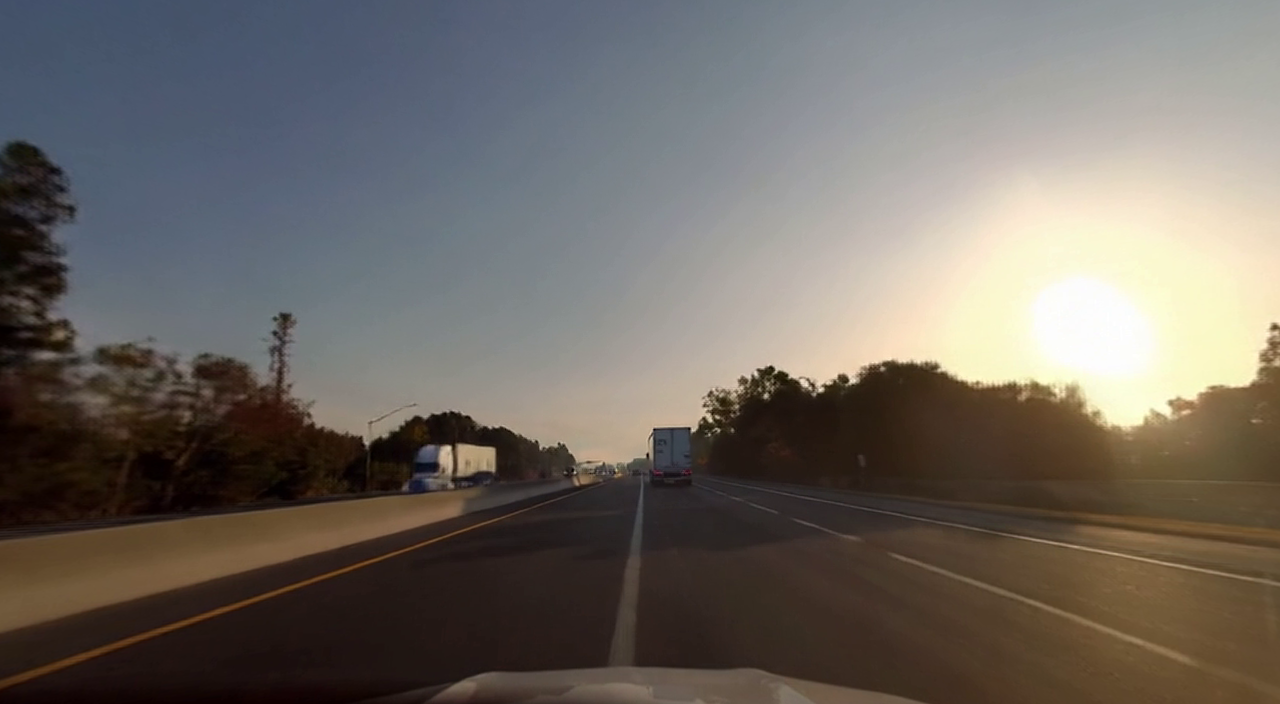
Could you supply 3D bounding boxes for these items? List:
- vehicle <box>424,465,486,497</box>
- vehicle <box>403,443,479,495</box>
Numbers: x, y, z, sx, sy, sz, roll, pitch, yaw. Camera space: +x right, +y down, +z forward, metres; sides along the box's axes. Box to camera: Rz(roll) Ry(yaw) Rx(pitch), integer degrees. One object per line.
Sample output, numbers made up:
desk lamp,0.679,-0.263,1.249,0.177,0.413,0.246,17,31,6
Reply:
vehicle,-9.510,6.653,32.732,1.910,1.539,4.131,0,-10,1
vehicle,-13.545,8.077,43.702,2.739,3.258,7.223,0,-10,1
